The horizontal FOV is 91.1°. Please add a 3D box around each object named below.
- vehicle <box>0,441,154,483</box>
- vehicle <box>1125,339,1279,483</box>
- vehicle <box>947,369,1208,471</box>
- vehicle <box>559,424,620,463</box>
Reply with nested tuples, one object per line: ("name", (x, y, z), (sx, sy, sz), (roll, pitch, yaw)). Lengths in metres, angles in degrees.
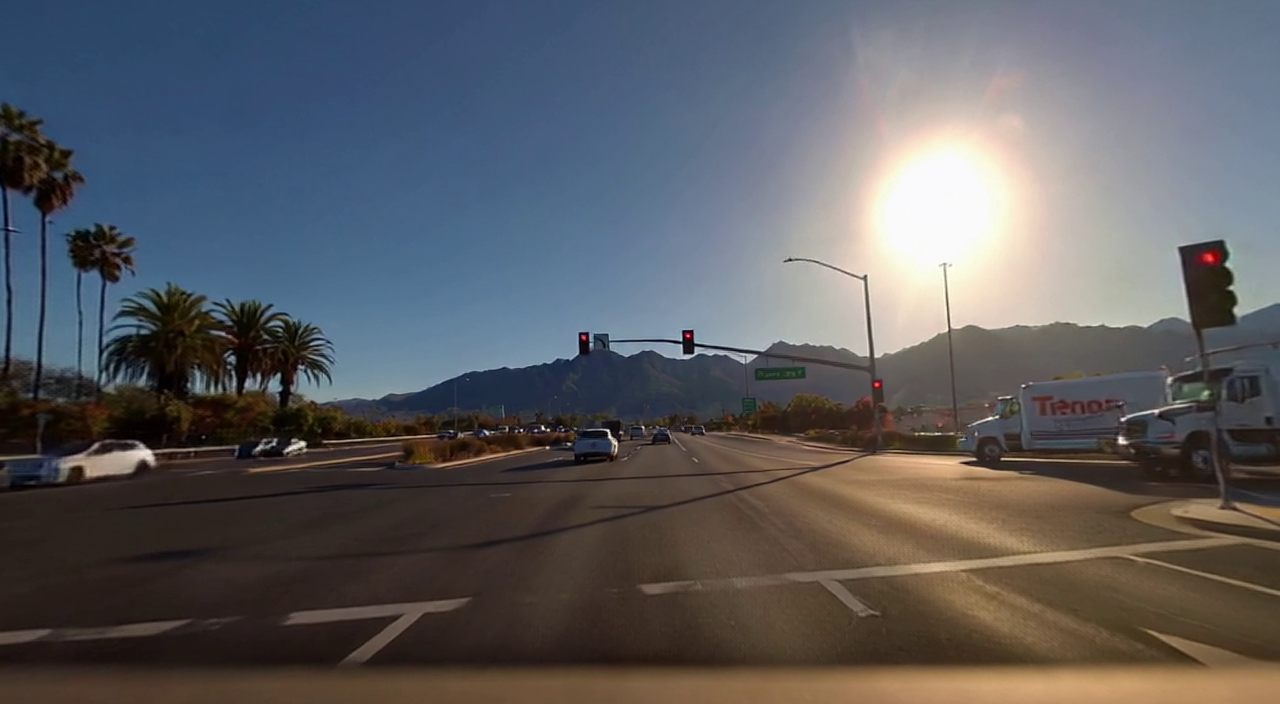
("vehicle", (-23.196, 4.521, 26.111), (2.060, 1.537, 4.524), (-1, -9, 4))
("vehicle", (18.350, 1.771, 18.341), (5.512, 3.865, 3.002), (-1, -9, 3))
("vehicle", (15.861, 2.658, 23.562), (7.088, 3.414, 3.237), (-2, -9, 14))
("vehicle", (-2.311, 4.388, 30.139), (2.287, 1.712, 4.537), (-1, -9, 3))
